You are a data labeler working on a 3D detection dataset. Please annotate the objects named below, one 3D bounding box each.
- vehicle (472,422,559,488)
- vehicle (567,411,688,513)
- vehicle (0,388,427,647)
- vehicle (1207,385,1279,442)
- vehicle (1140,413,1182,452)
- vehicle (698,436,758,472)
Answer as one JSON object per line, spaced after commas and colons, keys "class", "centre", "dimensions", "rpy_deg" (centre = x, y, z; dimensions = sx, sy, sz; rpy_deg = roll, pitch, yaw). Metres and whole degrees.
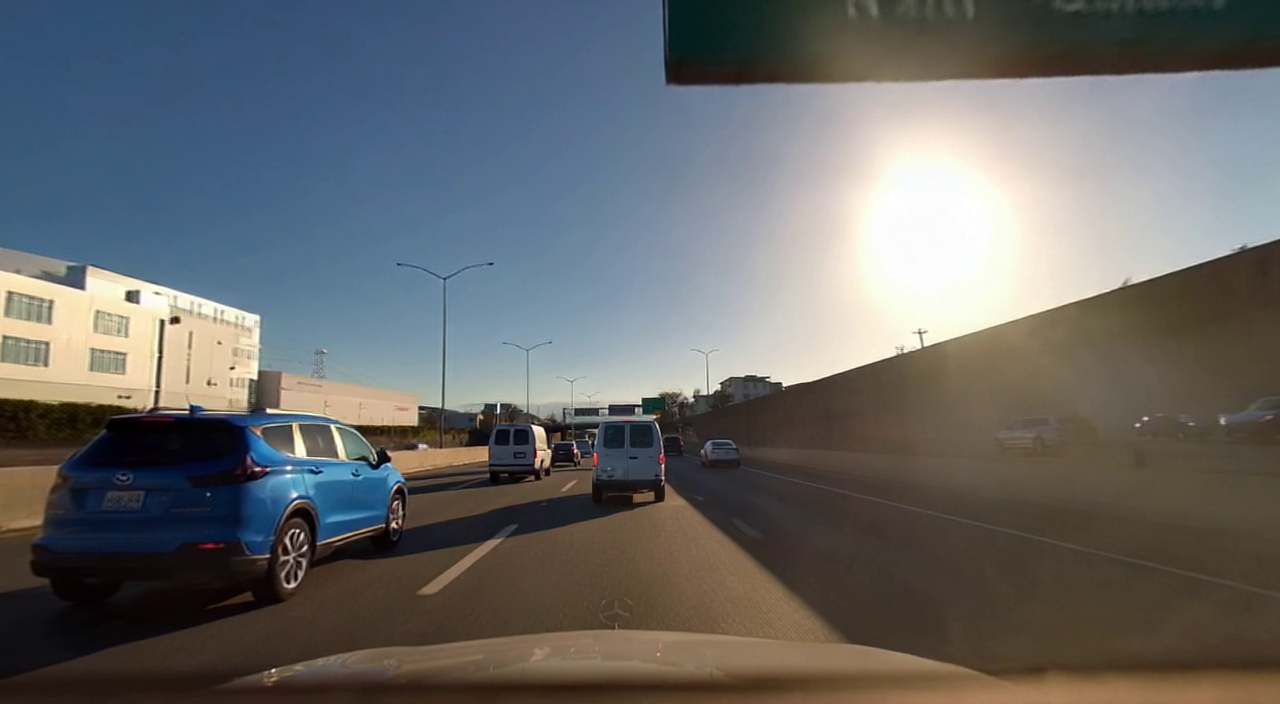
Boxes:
{"class": "vehicle", "centre": [-3.990, 3.382, 20.932], "dimensions": [2.038, 1.936, 4.300], "rpy_deg": [0, -8, -1]}
{"class": "vehicle", "centre": [-0.291, 2.411, 14.293], "dimensions": [2.304, 1.925, 4.282], "rpy_deg": [0, -8, -1]}
{"class": "vehicle", "centre": [-3.888, 1.406, 6.419], "dimensions": [1.972, 1.703, 4.333], "rpy_deg": [0, -8, -1]}
{"class": "vehicle", "centre": [36.296, 3.612, 36.266], "dimensions": [2.528, 3.094, 4.804], "rpy_deg": [-1, -8, 1]}
{"class": "vehicle", "centre": [30.806, 4.769, 37.242], "dimensions": [1.480, 2.238, 1.864], "rpy_deg": [-6, -10, 33]}
{"class": "vehicle", "centre": [3.880, 4.579, 28.425], "dimensions": [1.999, 1.494, 3.833], "rpy_deg": [0, -8, -2]}
